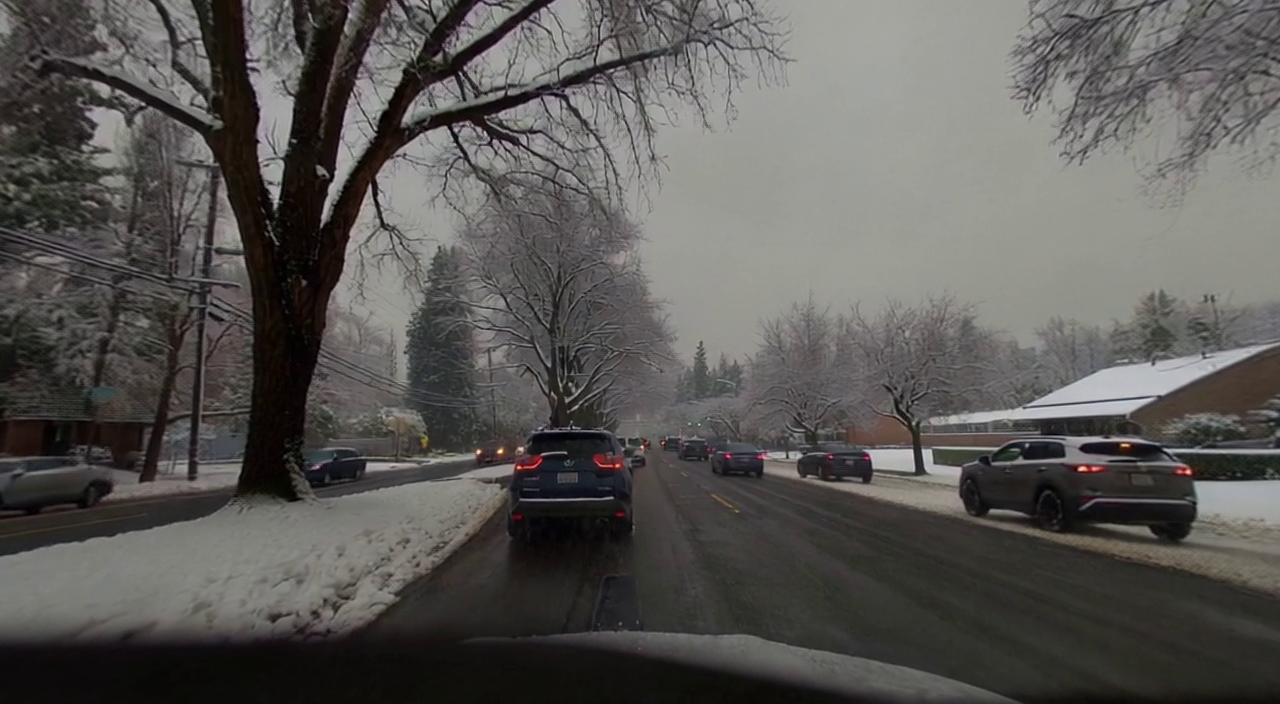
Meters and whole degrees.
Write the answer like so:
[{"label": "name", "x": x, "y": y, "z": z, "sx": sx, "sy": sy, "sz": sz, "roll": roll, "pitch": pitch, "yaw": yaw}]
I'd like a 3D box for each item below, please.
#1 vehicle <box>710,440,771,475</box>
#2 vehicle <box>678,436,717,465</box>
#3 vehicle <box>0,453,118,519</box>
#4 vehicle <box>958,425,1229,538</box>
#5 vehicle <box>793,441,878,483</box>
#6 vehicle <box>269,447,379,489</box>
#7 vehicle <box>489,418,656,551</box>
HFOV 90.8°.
[{"label": "vehicle", "x": 4.524, "y": 4.822, "z": 29.061, "sx": 2.175, "sy": 1.477, "sz": 4.520, "roll": 0, "pitch": -8, "yaw": 2}, {"label": "vehicle", "x": 3.791, "y": 6.610, "z": 42.533, "sx": 2.114, "sy": 1.846, "sz": 4.659, "roll": 0, "pitch": -8, "yaw": -1}, {"label": "vehicle", "x": -15.808, "y": 3.275, "z": 15.610, "sx": 1.900, "sy": 1.467, "sz": 4.609, "roll": 0, "pitch": -8, "yaw": 0}, {"label": "vehicle", "x": 8.077, "y": 2.307, "z": 11.944, "sx": 2.168, "sy": 1.709, "sz": 4.289, "roll": -1, "pitch": -8, "yaw": 5}, {"label": "vehicle", "x": 7.468, "y": 4.237, "z": 24.646, "sx": 1.977, "sy": 1.485, "sz": 4.308, "roll": 0, "pitch": -8, "yaw": 1}, {"label": "vehicle", "x": -12.192, "y": 4.486, "z": 24.745, "sx": 1.981, "sy": 1.463, "sz": 4.395, "roll": 0, "pitch": -8, "yaw": 1}, {"label": "vehicle", "x": -1.022, "y": 1.955, "z": 9.951, "sx": 2.106, "sy": 1.655, "sz": 3.717, "roll": 1, "pitch": -8, "yaw": -6}]
